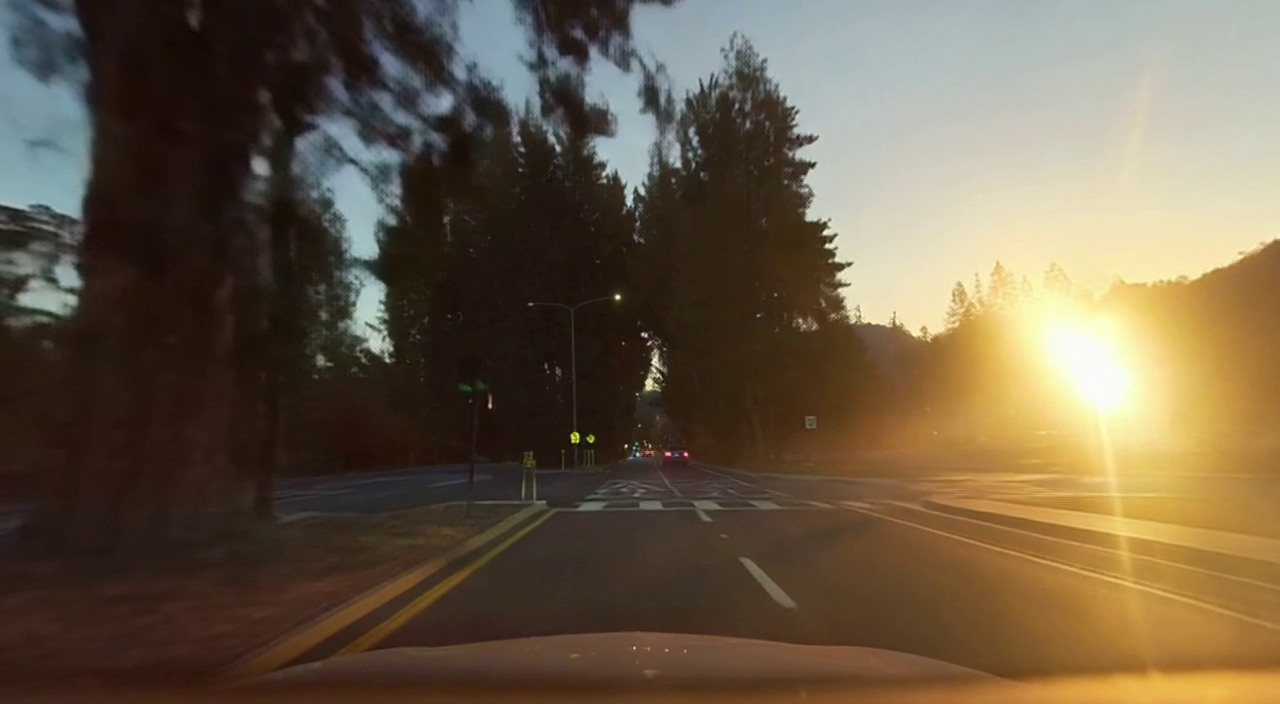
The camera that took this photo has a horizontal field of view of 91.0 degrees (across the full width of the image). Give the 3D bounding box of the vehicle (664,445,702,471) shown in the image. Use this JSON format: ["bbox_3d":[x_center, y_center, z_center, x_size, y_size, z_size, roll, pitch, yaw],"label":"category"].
[{"bbox_3d":[2.699,6.792,40.486,2.044,1.537,4.528,0,-9,-1],"label":"vehicle"}]
